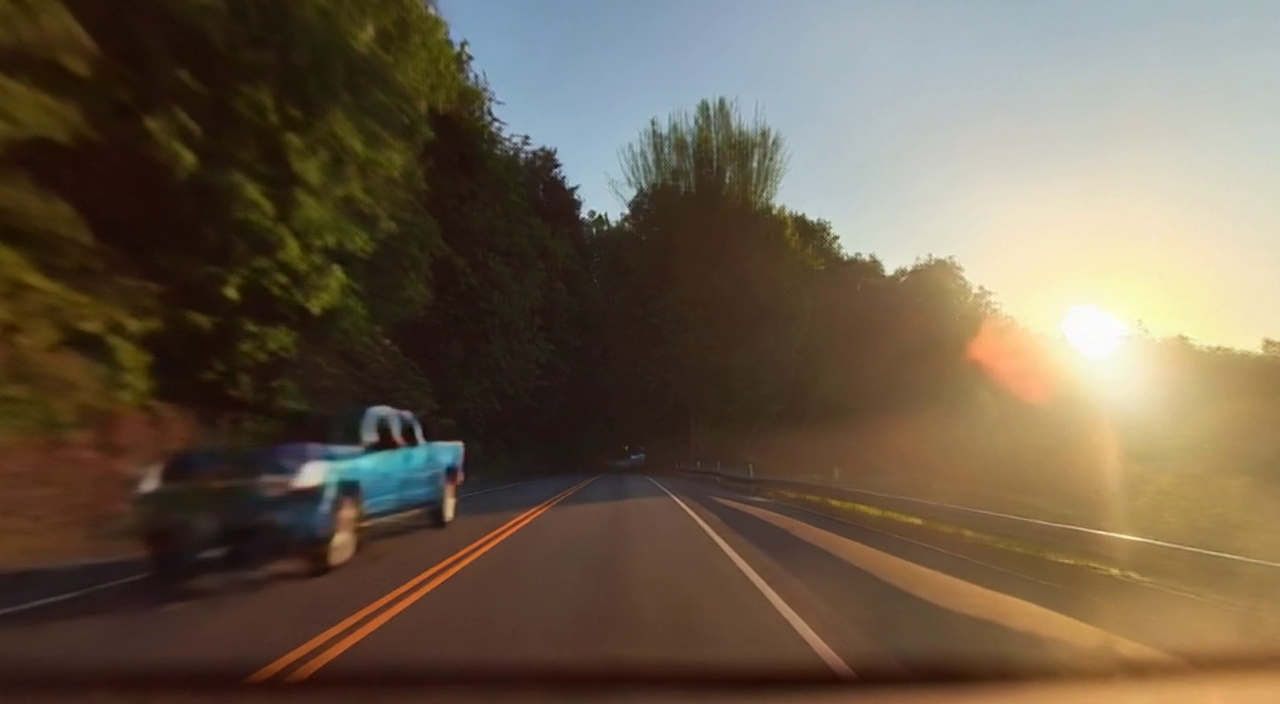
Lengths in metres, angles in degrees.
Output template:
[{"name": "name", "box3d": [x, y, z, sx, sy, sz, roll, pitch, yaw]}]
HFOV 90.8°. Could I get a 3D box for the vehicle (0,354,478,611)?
[{"name": "vehicle", "box3d": [-4.259, 1.531, 8.418, 2.638, 2.200, 5.867, 0, -8, 0]}]
